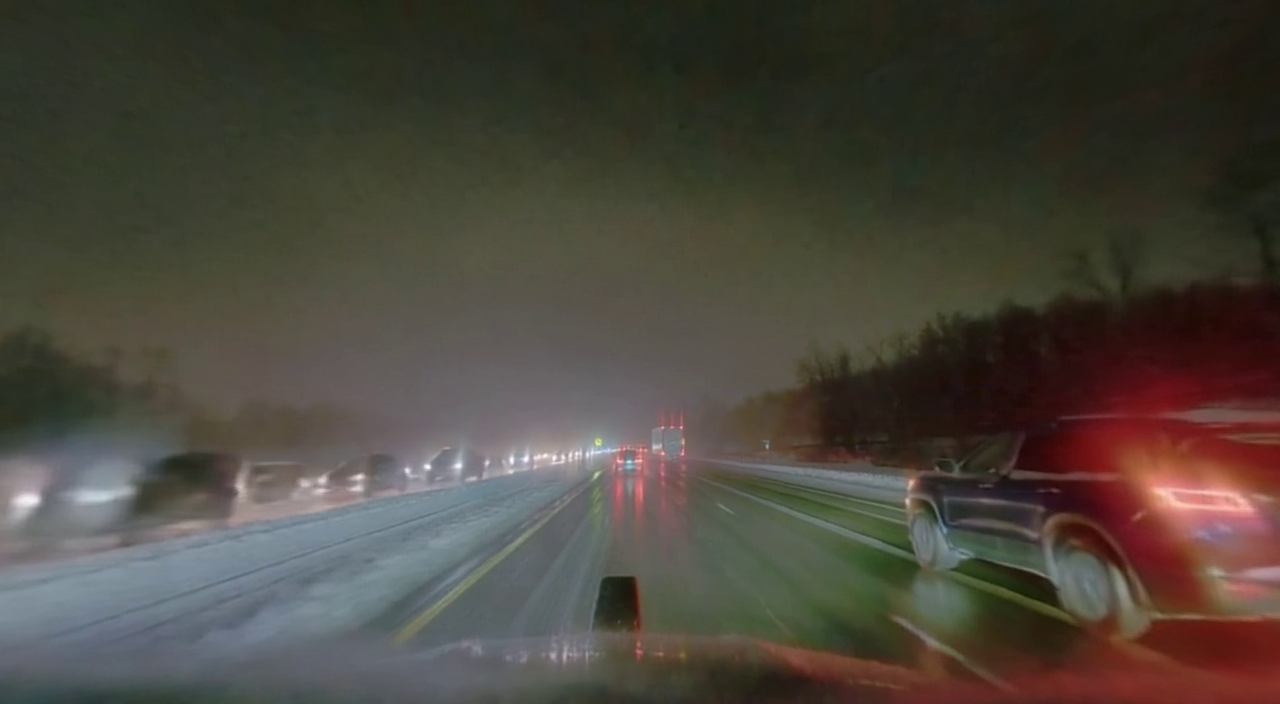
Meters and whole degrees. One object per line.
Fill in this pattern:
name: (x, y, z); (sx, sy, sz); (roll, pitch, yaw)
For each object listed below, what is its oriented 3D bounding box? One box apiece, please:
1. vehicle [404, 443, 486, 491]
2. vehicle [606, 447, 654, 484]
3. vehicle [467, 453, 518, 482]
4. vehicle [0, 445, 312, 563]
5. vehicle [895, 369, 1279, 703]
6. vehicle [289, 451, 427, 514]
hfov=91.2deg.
vehicle: (-7.948, 4.731, 26.031); (2.019, 1.809, 4.361); (0, -9, -1)
vehicle: (-0.456, 5.005, 27.925); (1.971, 1.518, 4.108); (0, -9, -1)
vehicle: (-8.139, 6.376, 34.961); (1.917, 1.483, 4.289); (0, -9, -1)
vehicle: (-7.959, 2.473, 11.004); (1.961, 1.611, 4.479); (0, -9, 0)
vehicle: (4.046, 1.244, 5.092); (2.077, 1.673, 4.267); (0, -9, -1)
vehicle: (-7.717, 3.582, 17.703); (1.909, 1.523, 4.359); (0, -9, -1)
